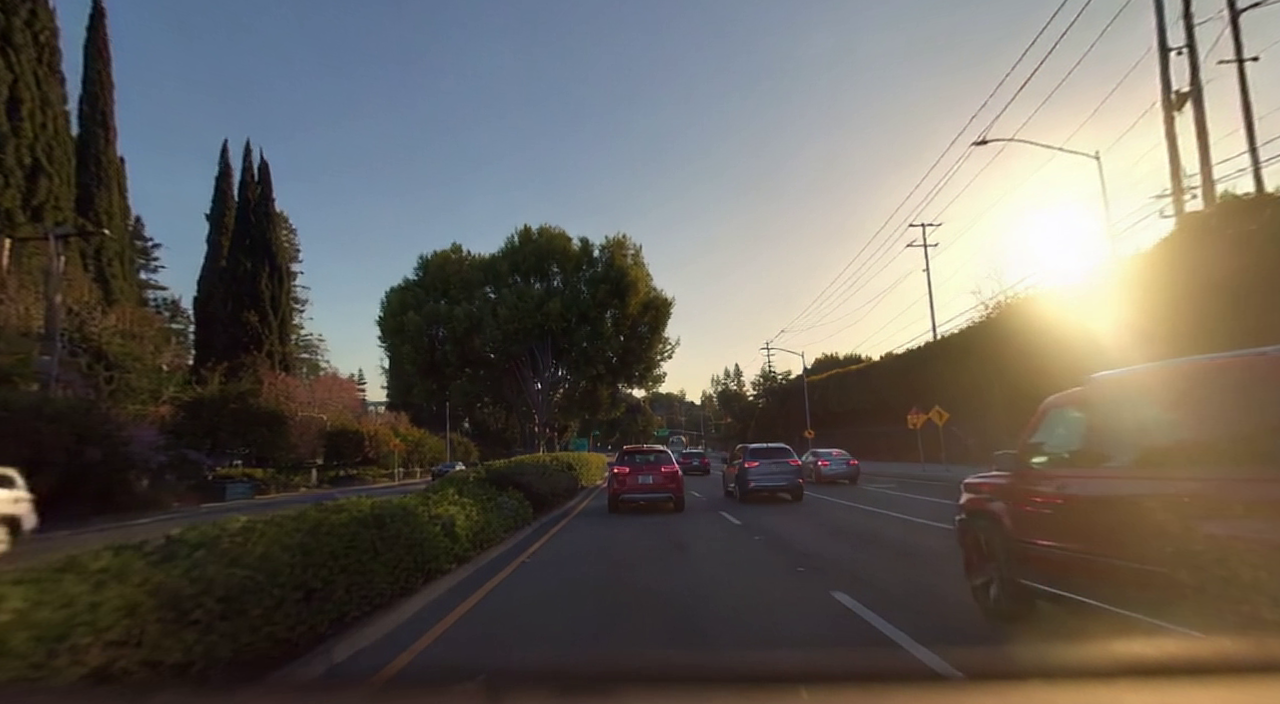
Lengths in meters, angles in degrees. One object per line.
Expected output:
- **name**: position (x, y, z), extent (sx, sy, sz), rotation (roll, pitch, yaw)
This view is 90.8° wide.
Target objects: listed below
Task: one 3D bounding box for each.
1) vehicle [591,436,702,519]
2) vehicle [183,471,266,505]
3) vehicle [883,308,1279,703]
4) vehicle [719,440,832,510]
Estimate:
- **vehicle**: position (0.119, 2.827, 14.771), extent (2.199, 1.641, 4.232), rotation (0, -9, 0)
- **vehicle**: position (-22.622, 7.404, 34.585), extent (1.847, 1.554, 3.926), rotation (0, -9, -1)
- **vehicle**: position (3.399, 0.967, 3.715), extent (2.097, 1.818, 4.625), rotation (0, -9, 0)
- **vehicle**: position (3.371, 3.143, 16.634), extent (2.064, 1.591, 4.081), rotation (0, -9, 0)
